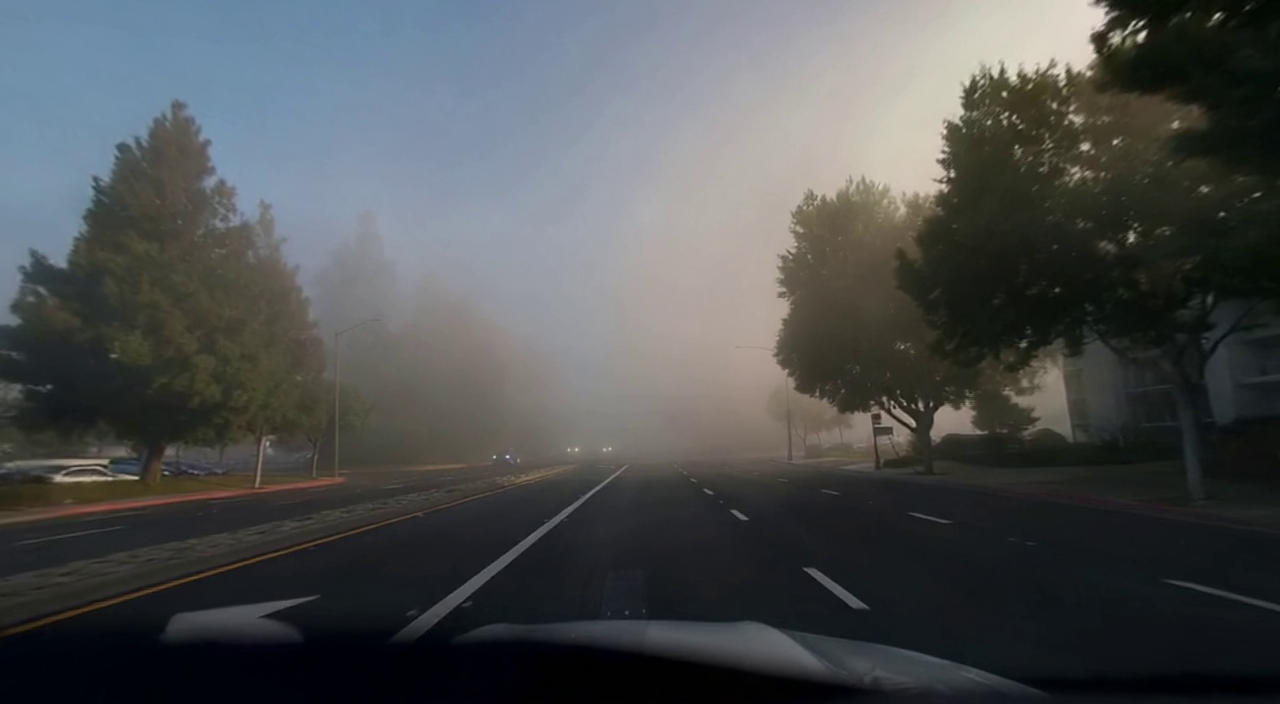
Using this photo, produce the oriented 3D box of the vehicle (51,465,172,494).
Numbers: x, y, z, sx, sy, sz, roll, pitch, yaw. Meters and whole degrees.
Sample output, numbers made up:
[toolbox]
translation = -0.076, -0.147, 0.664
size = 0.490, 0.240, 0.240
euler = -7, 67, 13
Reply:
[vehicle]
translation = -28.884, 6.973, 34.589
size = 4.678, 1.384, 1.920
euler = 1, -8, -7
